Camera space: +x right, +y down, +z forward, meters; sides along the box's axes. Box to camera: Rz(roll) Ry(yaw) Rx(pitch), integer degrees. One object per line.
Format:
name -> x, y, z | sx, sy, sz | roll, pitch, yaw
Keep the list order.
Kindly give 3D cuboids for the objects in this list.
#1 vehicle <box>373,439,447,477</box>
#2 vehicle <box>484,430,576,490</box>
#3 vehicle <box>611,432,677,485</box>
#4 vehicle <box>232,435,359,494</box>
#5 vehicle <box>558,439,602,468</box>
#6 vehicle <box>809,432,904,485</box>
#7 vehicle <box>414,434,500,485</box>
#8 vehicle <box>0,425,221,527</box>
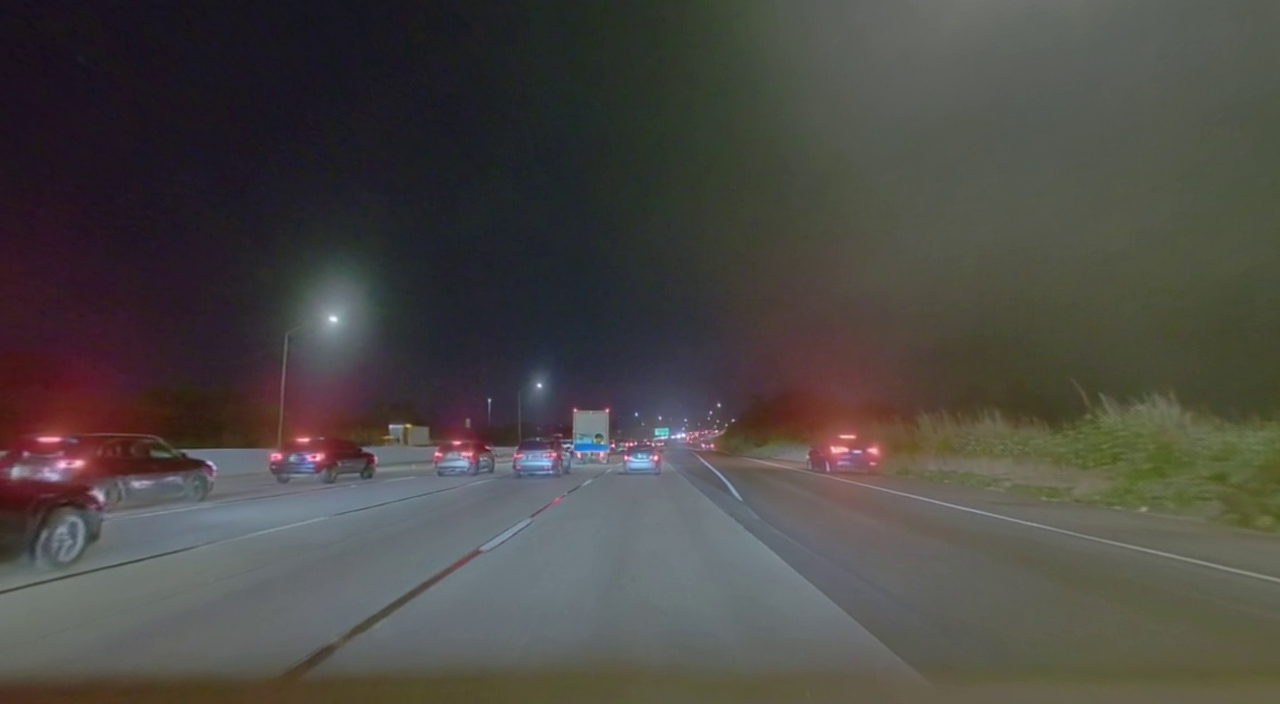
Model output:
vehicle -> -10.812, 5.008, 30.005 | 1.894, 1.669, 4.251 | 0, -8, 0
vehicle -> -3.563, 3.594, 21.385 | 2.125, 1.792, 4.466 | 0, -8, 2
vehicle -> 0.153, 3.824, 22.868 | 2.180, 1.716, 3.920 | 0, -8, 1
vehicle -> -10.962, 3.591, 20.447 | 1.863, 1.696, 3.885 | 0, -8, 1
vehicle -> -3.656, 6.281, 39.167 | 2.243, 1.683, 4.178 | 0, -8, 1
vehicle -> 7.729, 3.838, 23.038 | 2.026, 1.718, 4.522 | -1, -8, 3
vehicle -> -6.938, 4.093, 24.379 | 1.998, 1.770, 4.222 | 0, -8, 1
vehicle -> -11.214, 2.478, 13.171 | 1.871, 1.747, 4.342 | 0, -8, 0
